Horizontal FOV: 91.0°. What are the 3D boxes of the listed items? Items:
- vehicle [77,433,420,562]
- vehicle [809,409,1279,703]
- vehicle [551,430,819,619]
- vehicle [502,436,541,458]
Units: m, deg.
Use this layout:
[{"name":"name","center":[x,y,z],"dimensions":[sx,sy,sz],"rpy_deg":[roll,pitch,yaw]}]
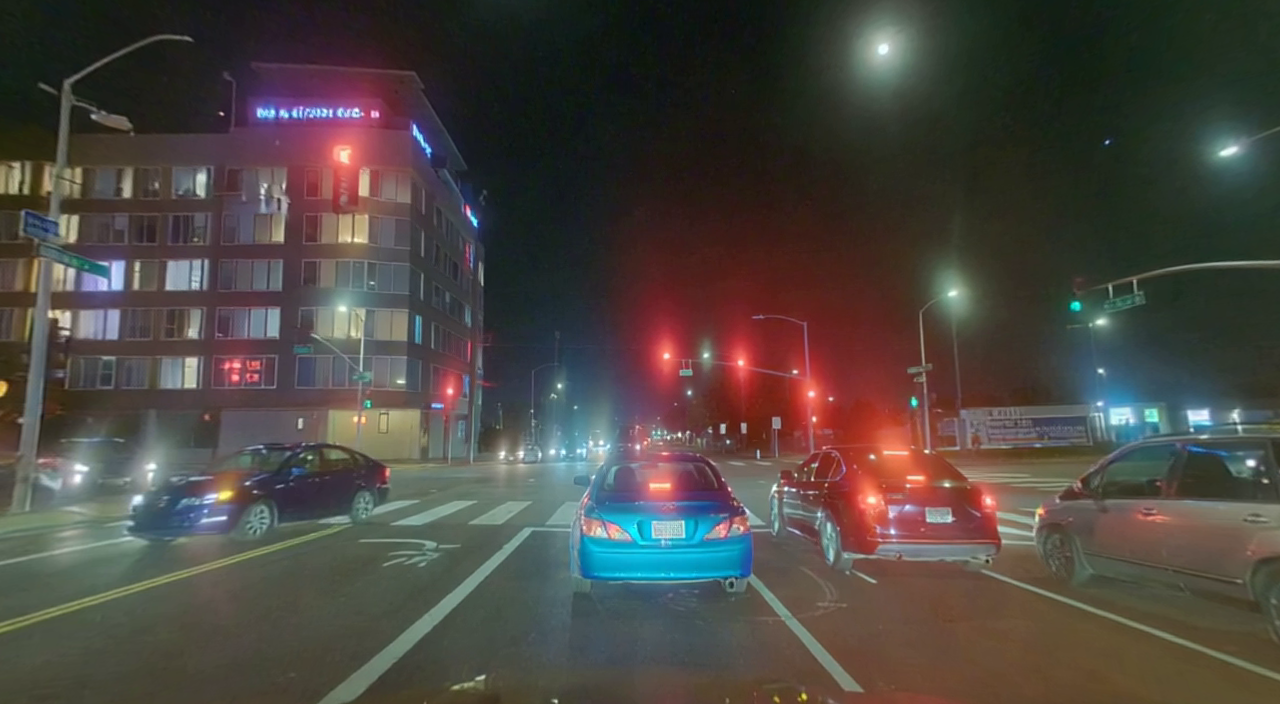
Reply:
[{"name":"vehicle","center":[-5.828,2.146,10.161],"dimensions":[1.953,1.564,4.344],"rpy_deg":[-3,-9,19]},{"name":"vehicle","center":[2.811,1.287,4.568],"dimensions":[1.961,1.498,4.356],"rpy_deg":[0,-8,0]},{"name":"vehicle","center":[0.247,1.662,7.085],"dimensions":[2.132,1.464,4.089],"rpy_deg":[0,-8,-3]},{"name":"vehicle","center":[-9.053,7.285,48.395],"dimensions":[2.030,1.596,3.912],"rpy_deg":[-1,-8,3]}]
